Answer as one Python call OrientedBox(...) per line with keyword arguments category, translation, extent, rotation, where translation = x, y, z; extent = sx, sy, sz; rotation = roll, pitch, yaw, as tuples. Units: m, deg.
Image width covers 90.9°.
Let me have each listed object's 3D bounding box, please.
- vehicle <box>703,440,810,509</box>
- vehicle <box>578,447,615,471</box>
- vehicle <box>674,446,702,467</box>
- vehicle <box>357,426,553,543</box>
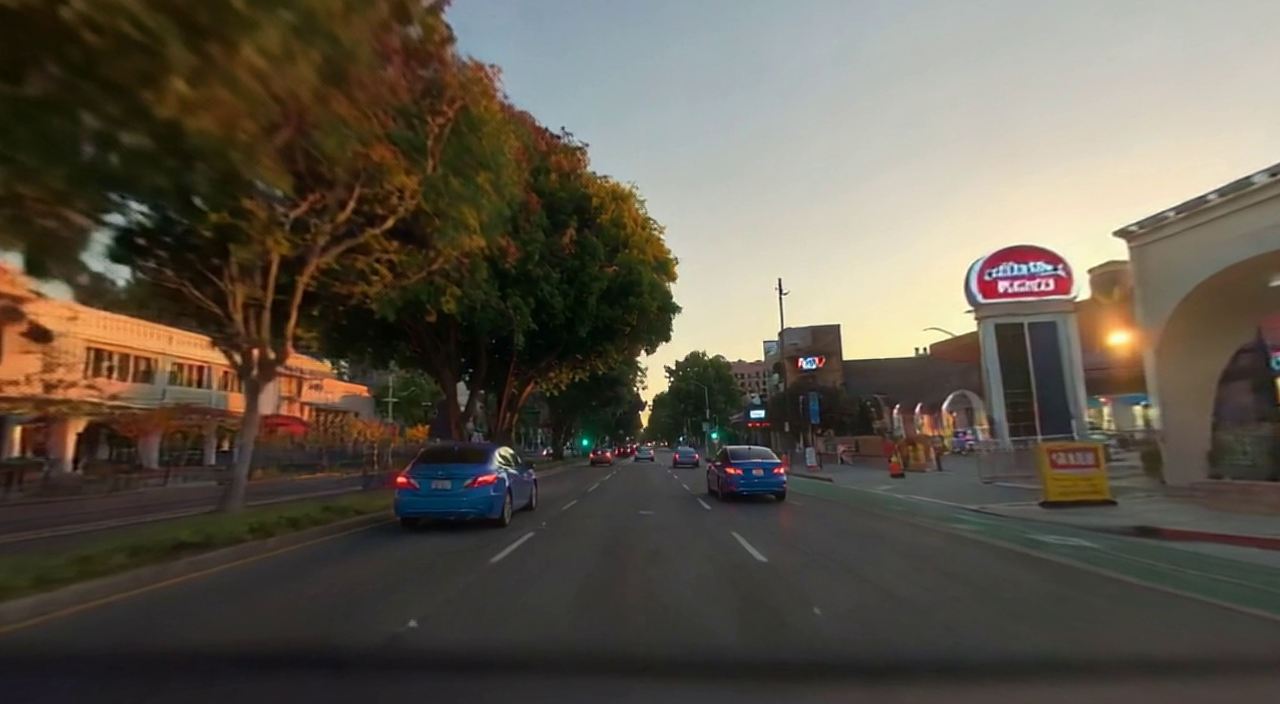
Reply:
OrientedBox(category="vehicle", translation=(2.841, 3.070, 16.314), extent=(1.946, 1.513, 4.133), rotation=(-1, -9, 0))
OrientedBox(category="vehicle", translation=(-2.822, 7.025, 41.614), extent=(2.040, 1.471, 4.211), rotation=(-1, -9, 2))
OrientedBox(category="vehicle", translation=(3.749, 8.204, 49.605), extent=(1.931, 1.552, 4.125), rotation=(-1, -9, 1))
OrientedBox(category="vehicle", translation=(-3.010, 2.292, 11.620), extent=(2.032, 1.639, 5.037), rotation=(-1, -9, 1))
